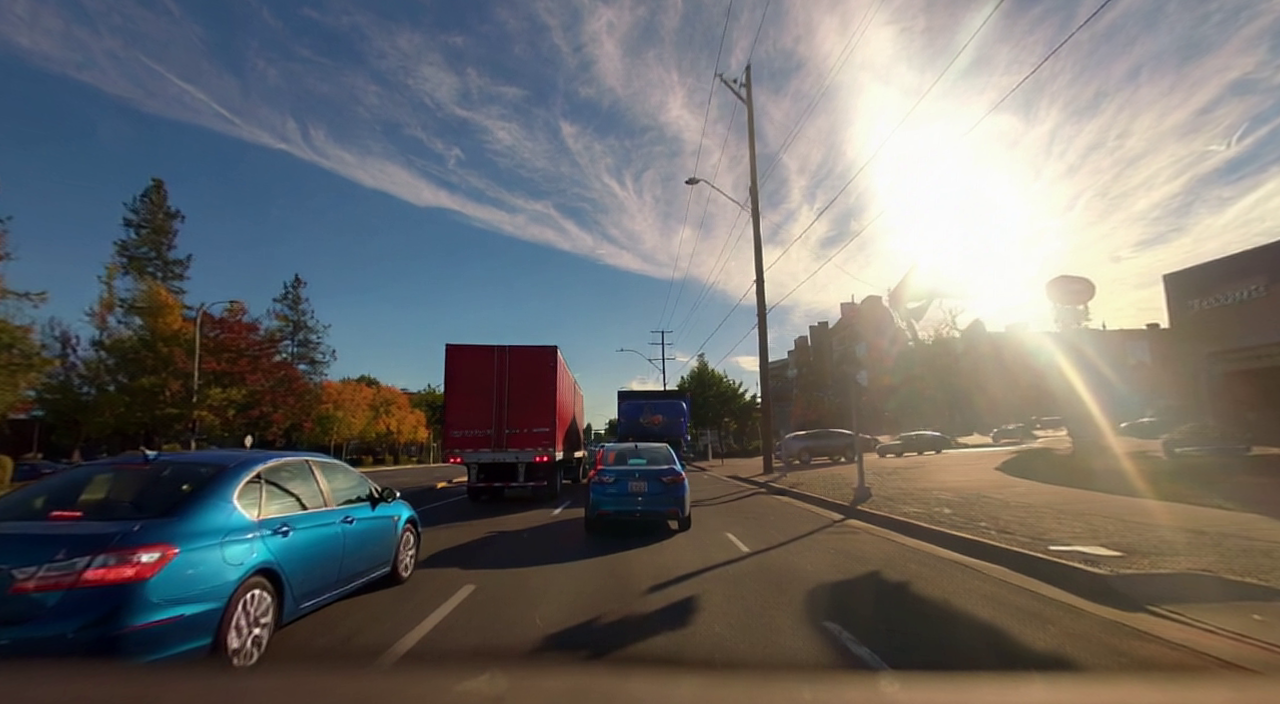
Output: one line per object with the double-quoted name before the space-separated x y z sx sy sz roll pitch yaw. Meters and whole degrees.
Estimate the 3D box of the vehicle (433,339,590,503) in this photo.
"vehicle" -3.248 2.091 18.162 3.020 3.800 7.105 0 -8 0

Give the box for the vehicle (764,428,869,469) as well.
"vehicle" 8.569 4.752 30.968 2.061 1.845 4.829 5 -10 -31

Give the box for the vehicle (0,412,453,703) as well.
"vehicle" -3.044 1.294 4.623 1.969 1.471 4.378 0 -8 0

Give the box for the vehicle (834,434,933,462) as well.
"vehicle" 13.186 5.225 34.225 4.574 1.478 1.880 0 -8 3

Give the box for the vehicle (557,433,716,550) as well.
"vehicle" -0.075 2.125 10.287 2.067 1.506 4.118 0 -8 -1
